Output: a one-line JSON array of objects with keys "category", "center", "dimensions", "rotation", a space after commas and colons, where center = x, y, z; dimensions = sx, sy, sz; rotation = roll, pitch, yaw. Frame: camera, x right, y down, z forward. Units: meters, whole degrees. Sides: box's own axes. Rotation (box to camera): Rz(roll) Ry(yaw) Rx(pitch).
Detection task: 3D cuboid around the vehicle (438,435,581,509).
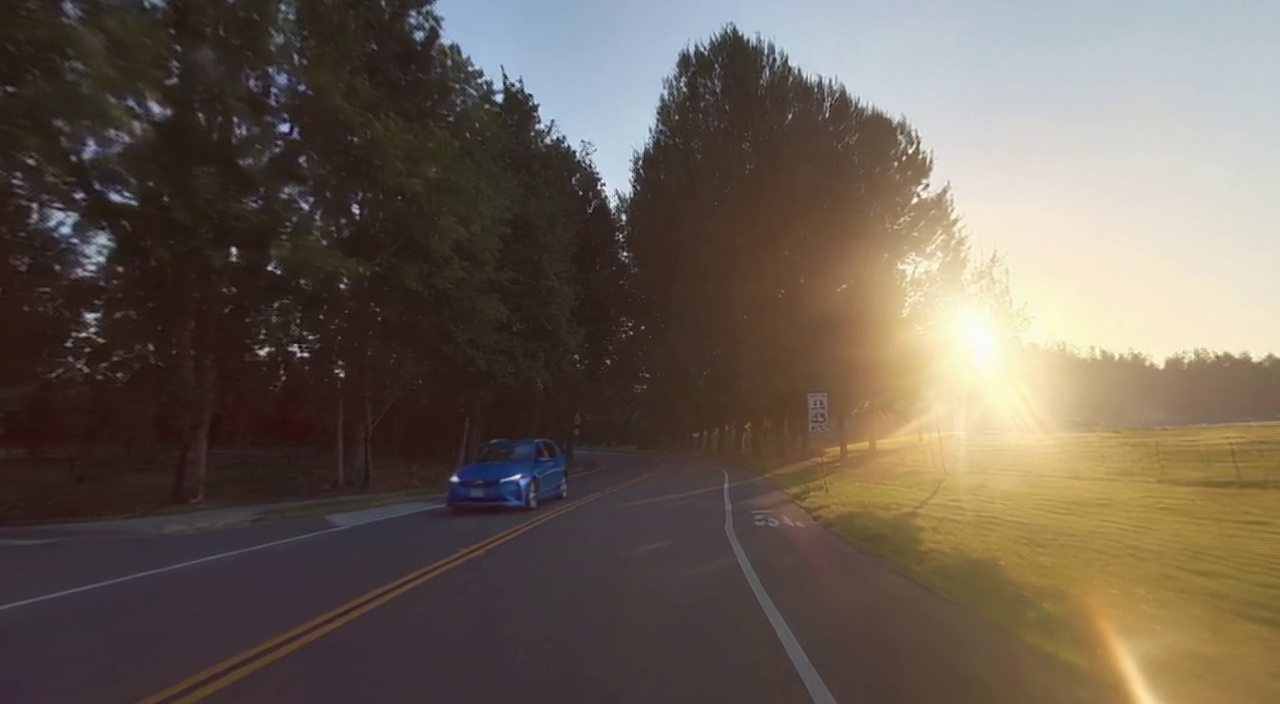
[{"category": "vehicle", "center": [-2.905, 2.799, 15.156], "dimensions": [2.190, 1.499, 4.209], "rotation": [-1, -9, 6]}]
